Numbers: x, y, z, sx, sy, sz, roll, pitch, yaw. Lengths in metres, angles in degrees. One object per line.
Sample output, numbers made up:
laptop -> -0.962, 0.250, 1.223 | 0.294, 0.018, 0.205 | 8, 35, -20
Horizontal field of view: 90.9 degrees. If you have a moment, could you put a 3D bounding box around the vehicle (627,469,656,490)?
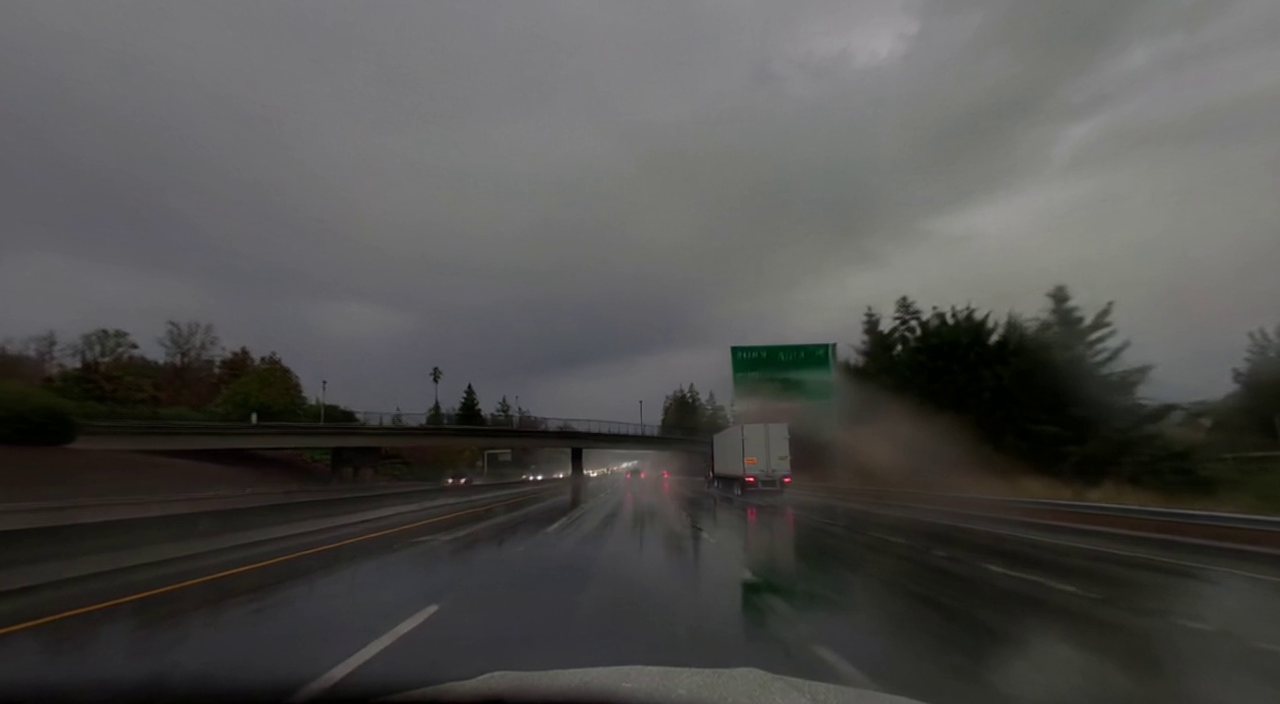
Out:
vehicle -> 0.090, 9.364, 46.350 | 2.029, 1.459, 3.684 | 1, -11, -1

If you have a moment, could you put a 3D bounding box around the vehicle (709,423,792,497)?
vehicle -> 6.983, 7.365, 42.413 | 2.926, 4.073, 13.836 | 1, -11, -1
